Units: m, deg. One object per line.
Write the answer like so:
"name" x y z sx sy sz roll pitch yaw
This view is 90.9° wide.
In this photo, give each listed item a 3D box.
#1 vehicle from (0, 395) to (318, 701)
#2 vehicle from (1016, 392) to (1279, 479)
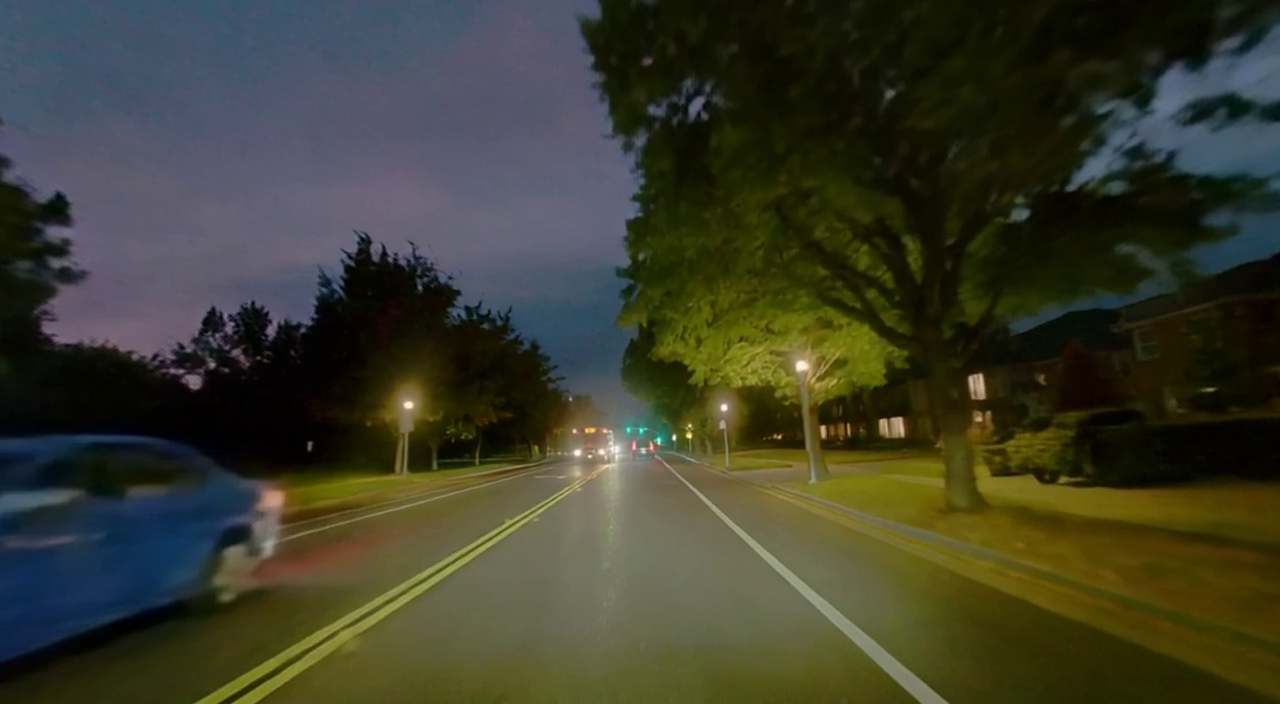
"vehicle" -4.489 1.272 4.398 2.102 1.620 4.575 -5 -8 0
"vehicle" 12.097 2.014 15.146 4.693 1.929 2.093 0 -8 1
